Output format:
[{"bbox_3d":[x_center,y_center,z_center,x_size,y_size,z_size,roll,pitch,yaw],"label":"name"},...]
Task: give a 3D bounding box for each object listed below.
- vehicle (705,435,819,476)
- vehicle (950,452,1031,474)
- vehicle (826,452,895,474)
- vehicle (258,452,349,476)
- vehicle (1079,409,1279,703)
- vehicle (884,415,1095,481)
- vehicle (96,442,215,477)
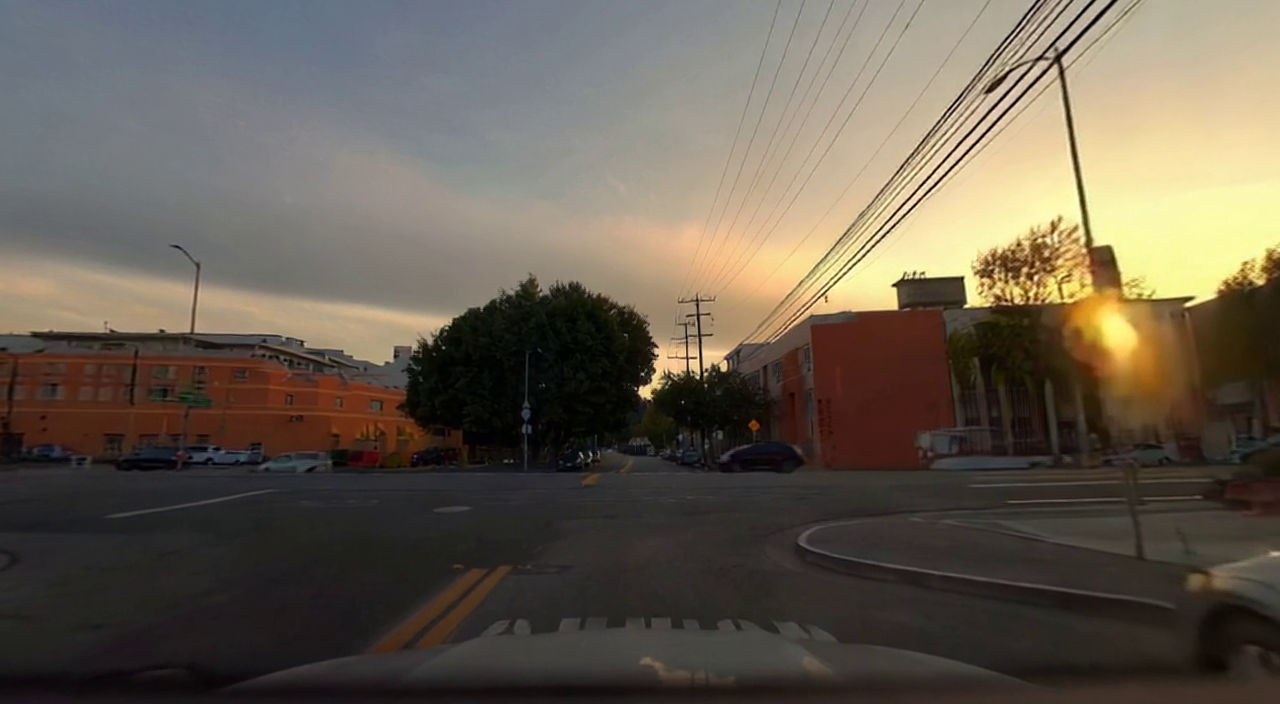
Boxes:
[{"bbox_3d":[6.025,5.177,31.672,5.213,1.960,2.099,0,-9,-3],"label":"vehicle"},{"bbox_3d":[23.437,7.438,42.250,4.400,1.419,1.711,0,-9,-3],"label":"vehicle"},{"bbox_3d":[17.012,8.565,48.773,4.612,1.612,1.885,1,-8,-4],"label":"vehicle"},{"bbox_3d":[-21.836,7.271,41.046,4.869,1.517,1.819,0,-9,-2],"label":"vehicle"},{"bbox_3d":[3.597,0.779,1.162,2.041,1.495,4.815,0,-9,-1],"label":"vehicle"},{"bbox_3d":[25.590,7.087,46.521,14.239,4.056,2.970,3,-8,-4],"label":"vehicle"},{"bbox_3d":[-26.180,5.821,34.192,4.689,1.803,1.958,0,-9,-2],"label":"vehicle"}]
